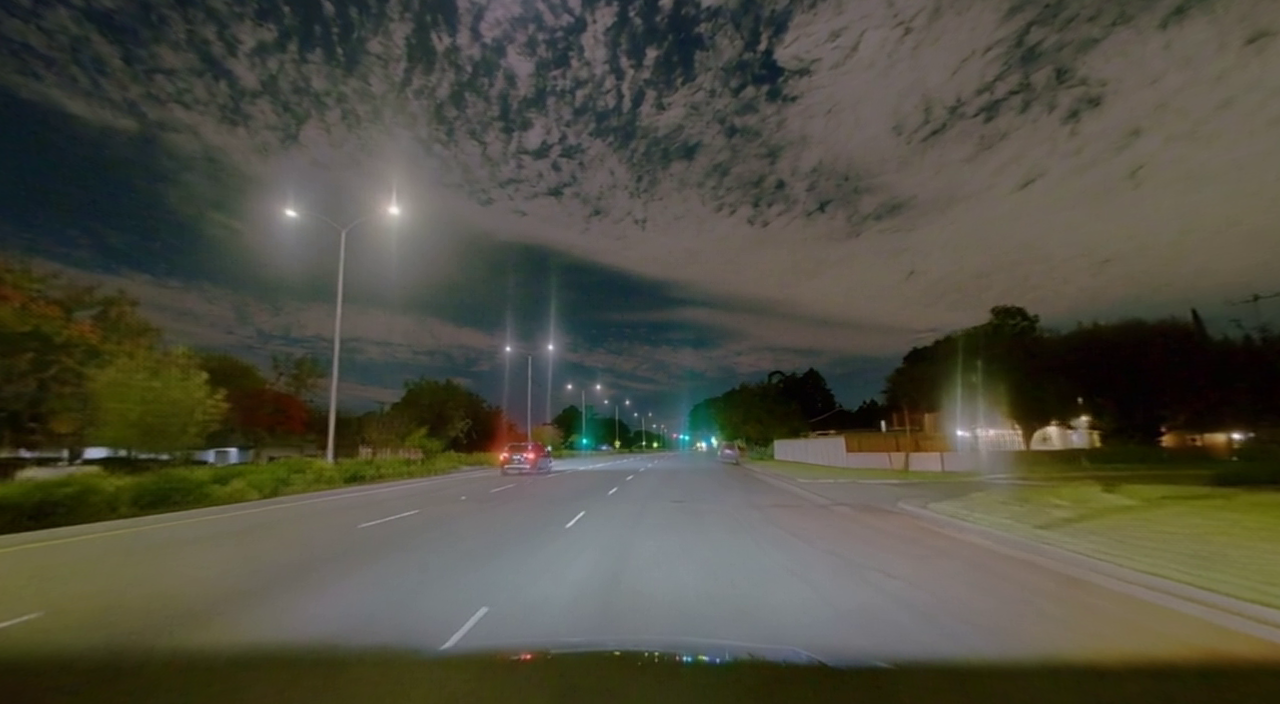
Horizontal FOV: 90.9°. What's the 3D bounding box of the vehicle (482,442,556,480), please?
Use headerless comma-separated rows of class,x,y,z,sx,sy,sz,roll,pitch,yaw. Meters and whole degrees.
vehicle,-5.102,4.666,27.245,2.060,1.473,4.645,0,-9,3

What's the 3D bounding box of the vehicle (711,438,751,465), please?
vehicle,7.108,7.840,49.880,2.695,2.013,6.661,0,-9,5

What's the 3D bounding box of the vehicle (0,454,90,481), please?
vehicle,-34.896,6.690,36.610,3.856,1.439,1.884,2,-9,-13

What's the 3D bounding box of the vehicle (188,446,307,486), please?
vehicle,-15.455,4.483,25.166,1.859,1.463,4.421,0,-9,1

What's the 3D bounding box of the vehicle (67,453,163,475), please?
vehicle,-36.118,7.719,43.463,4.690,1.435,1.908,2,-10,-8
